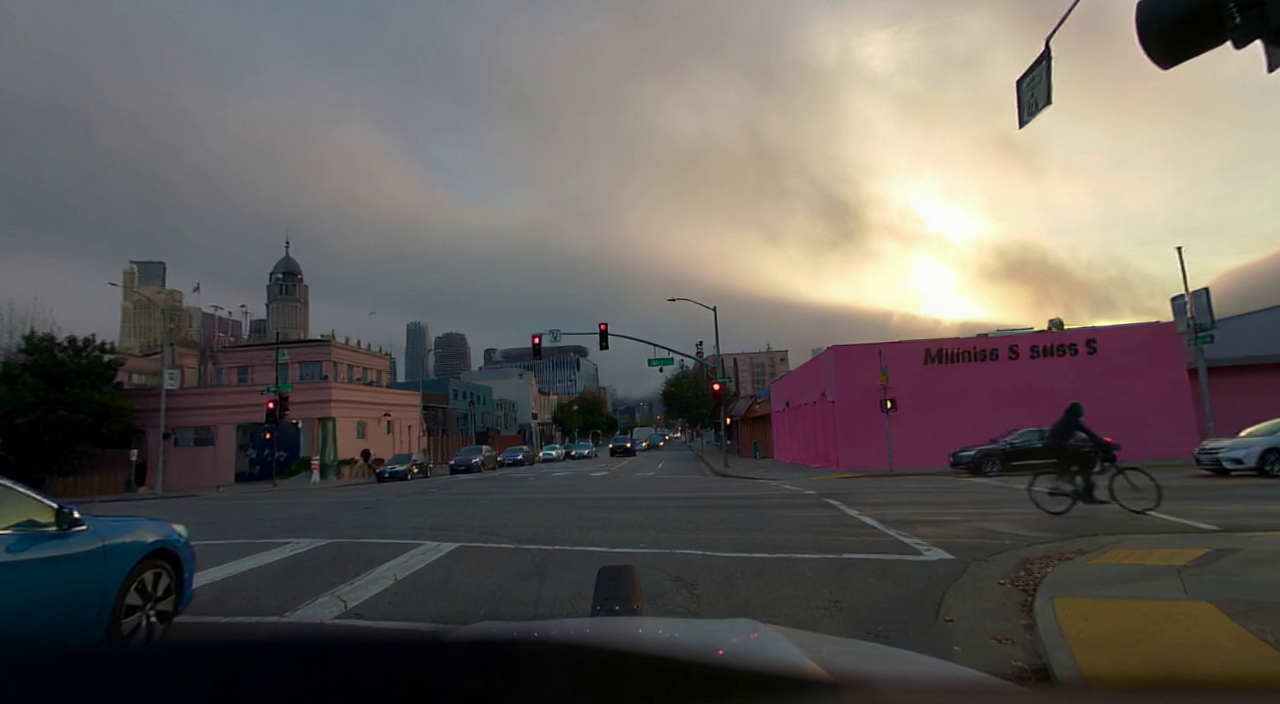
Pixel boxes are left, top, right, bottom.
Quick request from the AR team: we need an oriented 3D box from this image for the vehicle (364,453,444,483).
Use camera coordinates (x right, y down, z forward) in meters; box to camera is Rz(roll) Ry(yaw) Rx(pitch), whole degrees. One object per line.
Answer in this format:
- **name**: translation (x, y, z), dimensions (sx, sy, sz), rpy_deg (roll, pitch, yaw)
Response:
- **vehicle**: translation (-12.567, 6.172, 33.866), dimensions (1.976, 1.425, 4.567), rpy_deg (-1, -9, 9)

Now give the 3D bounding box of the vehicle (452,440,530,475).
- **vehicle**: translation (-8.377, 5.978, 36.046), dimensions (2.152, 1.825, 5.406), rpy_deg (-2, -9, 12)

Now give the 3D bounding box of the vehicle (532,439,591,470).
- **vehicle**: translation (-4.483, 5.979, 36.859), dimensions (1.928, 1.647, 4.575), rpy_deg (-2, -9, 13)

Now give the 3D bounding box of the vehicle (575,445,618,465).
- **vehicle**: translation (-2.992, 7.188, 44.137), dimensions (1.743, 1.362, 4.350), rpy_deg (-2, -9, 14)

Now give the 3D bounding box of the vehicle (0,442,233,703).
- **vehicle**: translation (-3.705, 0.973, 2.158), dimensions (1.759, 1.325, 4.295), rpy_deg (0, -9, 0)

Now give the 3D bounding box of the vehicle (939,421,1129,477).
- **vehicle**: translation (11.583, 2.888, 18.793), dimensions (4.355, 1.546, 1.820), rpy_deg (-1, -9, 6)
